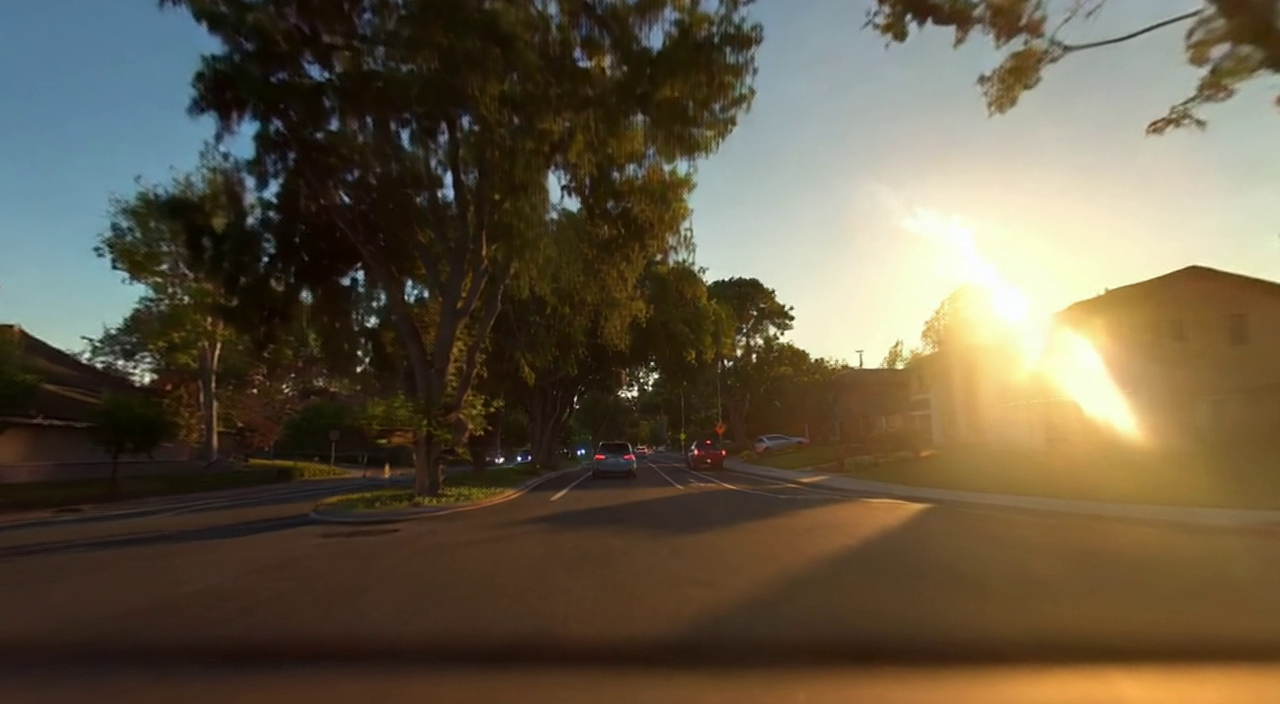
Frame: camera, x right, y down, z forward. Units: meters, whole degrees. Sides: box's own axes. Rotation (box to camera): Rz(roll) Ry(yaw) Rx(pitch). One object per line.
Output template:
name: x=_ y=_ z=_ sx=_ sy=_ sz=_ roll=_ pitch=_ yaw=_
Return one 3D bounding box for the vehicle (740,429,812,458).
vehicle: x=10.265 y=6.913 z=47.901 sx=4.919 sy=1.886 sz=2.086 roll=-3 pitch=-9 yaw=0

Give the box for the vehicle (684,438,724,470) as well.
vehicle: x=3.801 y=6.129 z=38.343 sx=2.045 sy=1.776 sz=4.851 roll=0 pitch=-8 yaw=2

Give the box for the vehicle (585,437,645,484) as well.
vehicle: x=-0.912 y=4.104 z=24.348 sx=2.106 sy=1.655 sz=3.717 roll=0 pitch=-8 yaw=-1
